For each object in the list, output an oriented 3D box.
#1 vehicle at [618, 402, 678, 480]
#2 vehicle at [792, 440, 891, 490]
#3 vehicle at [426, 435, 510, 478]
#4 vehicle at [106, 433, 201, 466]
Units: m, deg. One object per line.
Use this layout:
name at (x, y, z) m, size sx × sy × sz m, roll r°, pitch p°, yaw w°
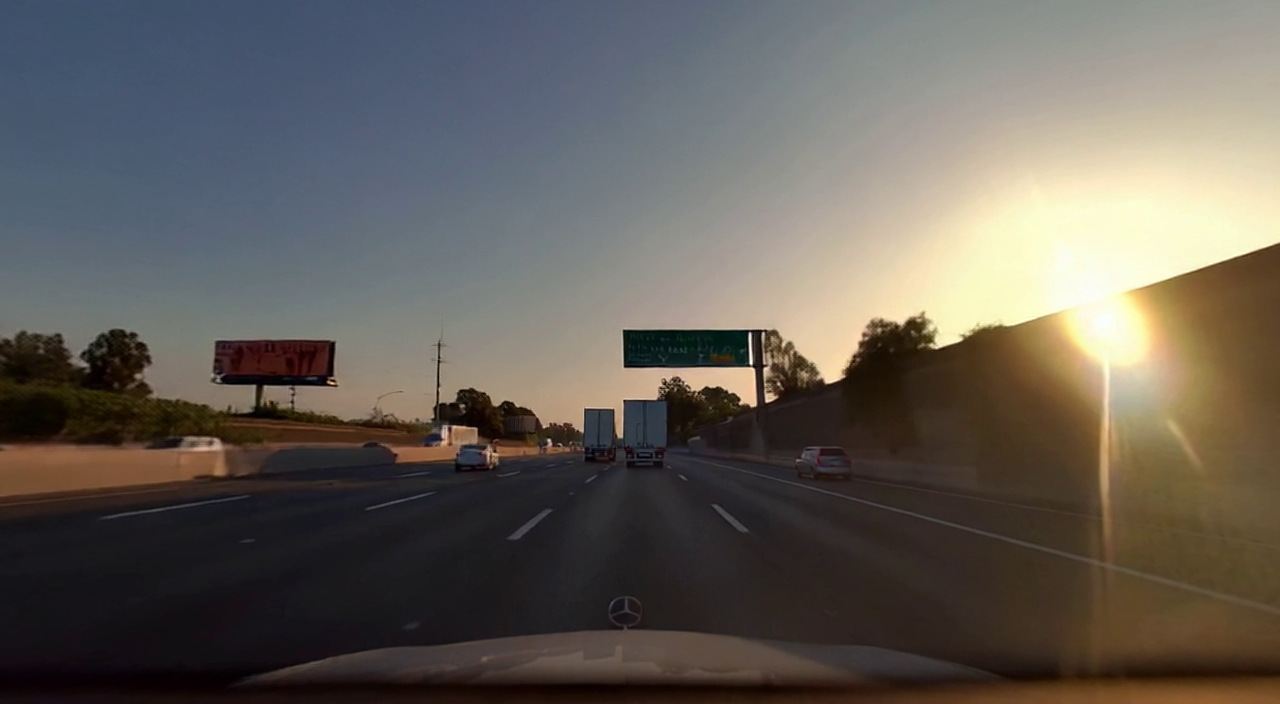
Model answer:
vehicle at (0.366, 5.132, 38.155) m, size 3.054 × 3.944 × 11.230 m, roll -1°, pitch -6°, yaw -1°
vehicle at (6.947, 3.922, 22.300) m, size 1.969 × 1.560 × 4.394 m, roll 0°, pitch -8°, yaw -1°
vehicle at (-6.719, 4.120, 25.237) m, size 1.992 × 1.547 × 4.673 m, roll 0°, pitch -8°, yaw 1°
vehicle at (-22.218, 4.451, 28.949) m, size 1.532 × 1.421 × 3.467 m, roll 0°, pitch -8°, yaw 1°
